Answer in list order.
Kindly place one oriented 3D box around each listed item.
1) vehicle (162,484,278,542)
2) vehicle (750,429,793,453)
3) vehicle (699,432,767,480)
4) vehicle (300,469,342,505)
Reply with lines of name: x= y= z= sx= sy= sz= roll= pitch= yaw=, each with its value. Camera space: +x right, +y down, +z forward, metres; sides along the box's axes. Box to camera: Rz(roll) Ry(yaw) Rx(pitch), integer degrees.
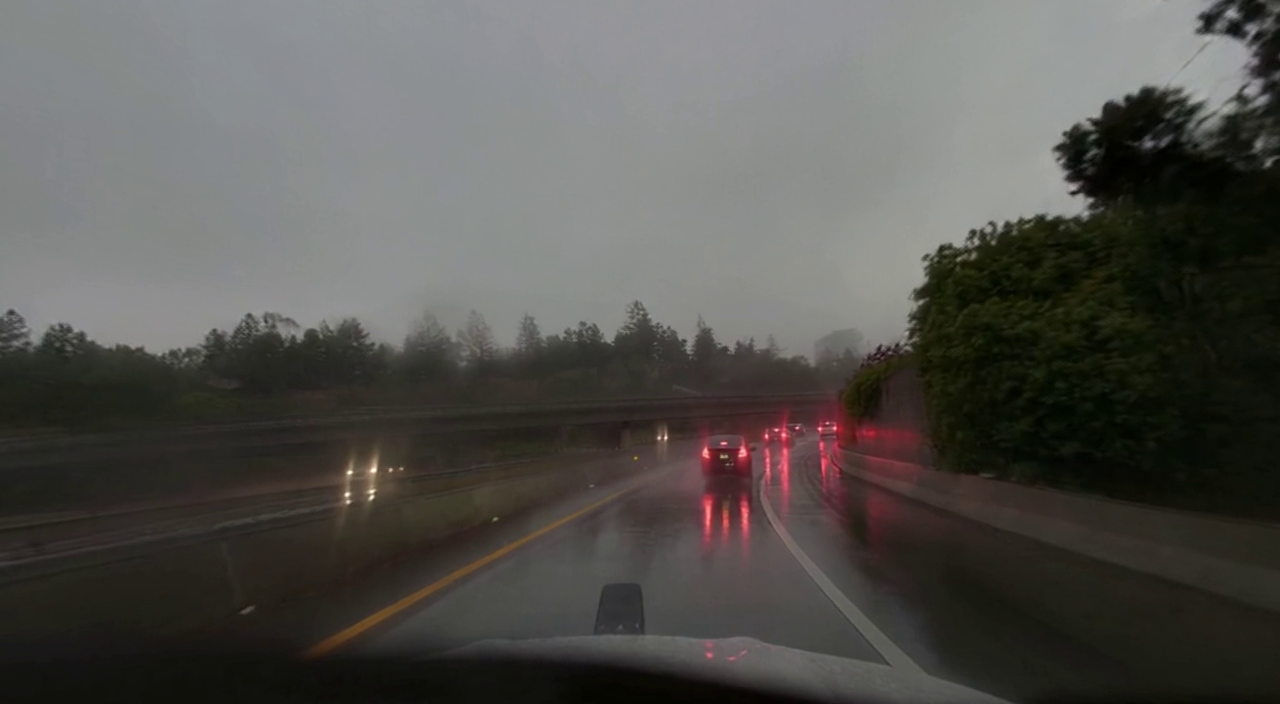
vehicle: x=-13.905 y=5.290 z=21.126 sx=1.781 sy=1.443 sz=3.939 roll=1 pitch=-8 yaw=-11
vehicle: x=8.635 y=5.853 z=41.165 sx=2.078 sy=1.474 sz=4.165 roll=-3 pitch=-9 yaw=20
vehicle: x=3.356 y=3.604 z=22.048 sx=2.091 sy=1.482 sz=4.321 roll=-2 pitch=-8 yaw=11
vehicle: x=-17.196 y=7.227 z=33.992 sx=1.879 sy=1.449 sz=4.002 roll=-2 pitch=-7 yaw=-26
